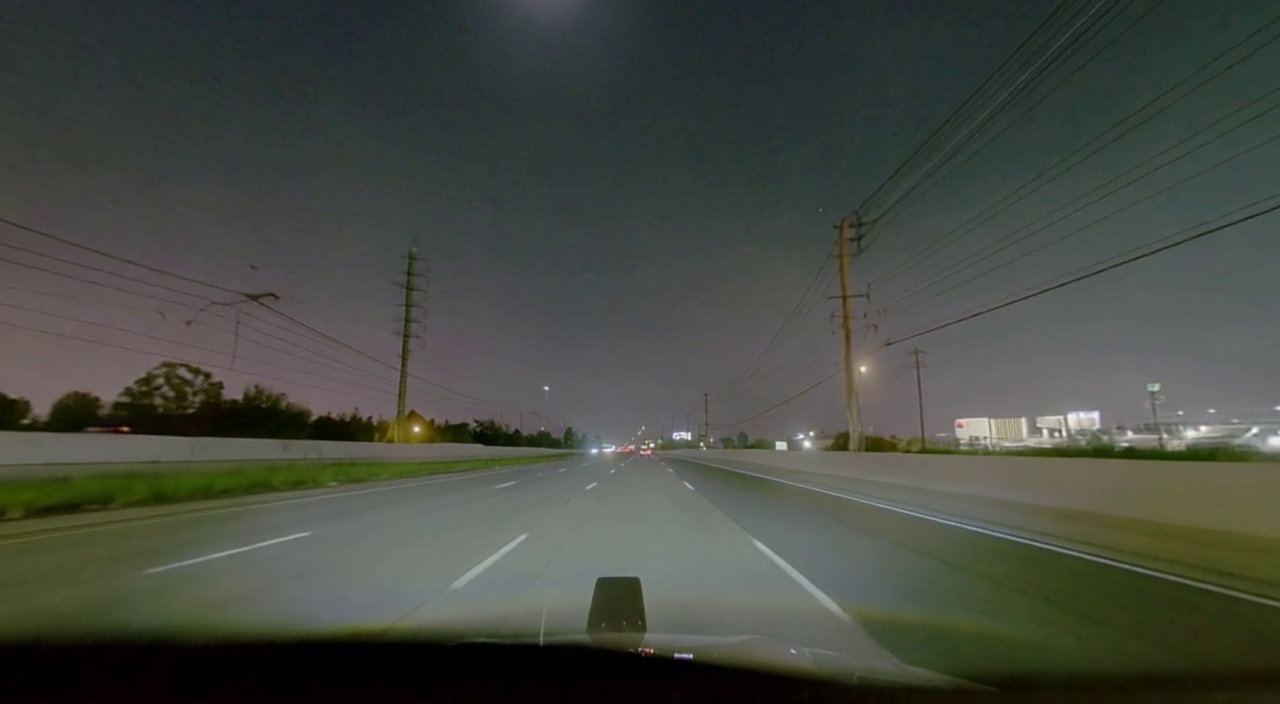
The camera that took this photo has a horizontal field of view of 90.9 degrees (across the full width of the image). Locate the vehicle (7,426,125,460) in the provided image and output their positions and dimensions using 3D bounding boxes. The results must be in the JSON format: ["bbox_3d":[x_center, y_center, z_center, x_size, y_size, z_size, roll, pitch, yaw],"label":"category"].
[{"bbox_3d":[-34.174,5.533,37.822,2.040,1.871,5.216,-1,-10,1],"label":"vehicle"}]
